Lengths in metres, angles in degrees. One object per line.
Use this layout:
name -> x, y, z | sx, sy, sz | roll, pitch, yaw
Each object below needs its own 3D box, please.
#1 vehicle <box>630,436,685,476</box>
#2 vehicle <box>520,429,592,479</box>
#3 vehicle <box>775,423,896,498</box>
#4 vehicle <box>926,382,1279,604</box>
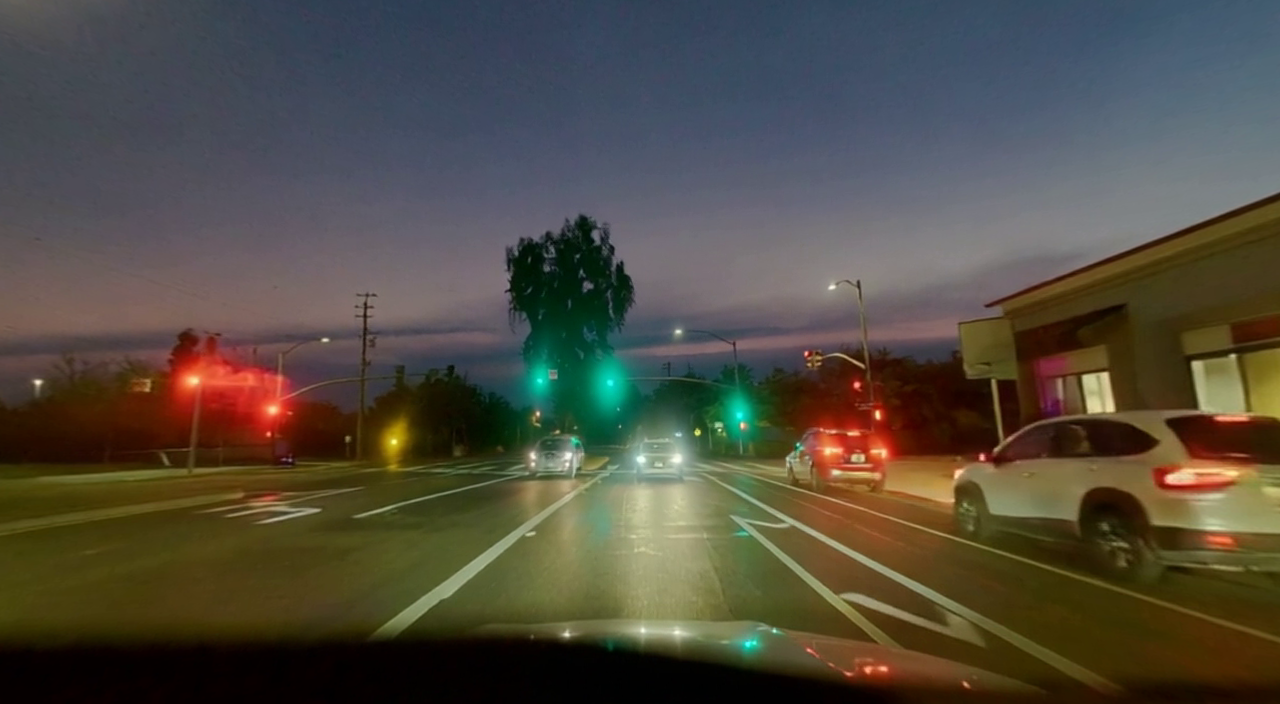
vehicle -> 0.631, 4.215, 25.739 | 2.075, 1.480, 3.920 | 0, -8, 0
vehicle -> -3.147, 3.962, 24.686 | 2.150, 1.779, 4.423 | 0, -8, 1
vehicle -> 5.744, 3.176, 19.262 | 2.112, 1.966, 4.642 | -1, -7, -1
vehicle -> 5.599, 1.425, 7.538 | 2.069, 1.776, 4.797 | 0, -7, 0
